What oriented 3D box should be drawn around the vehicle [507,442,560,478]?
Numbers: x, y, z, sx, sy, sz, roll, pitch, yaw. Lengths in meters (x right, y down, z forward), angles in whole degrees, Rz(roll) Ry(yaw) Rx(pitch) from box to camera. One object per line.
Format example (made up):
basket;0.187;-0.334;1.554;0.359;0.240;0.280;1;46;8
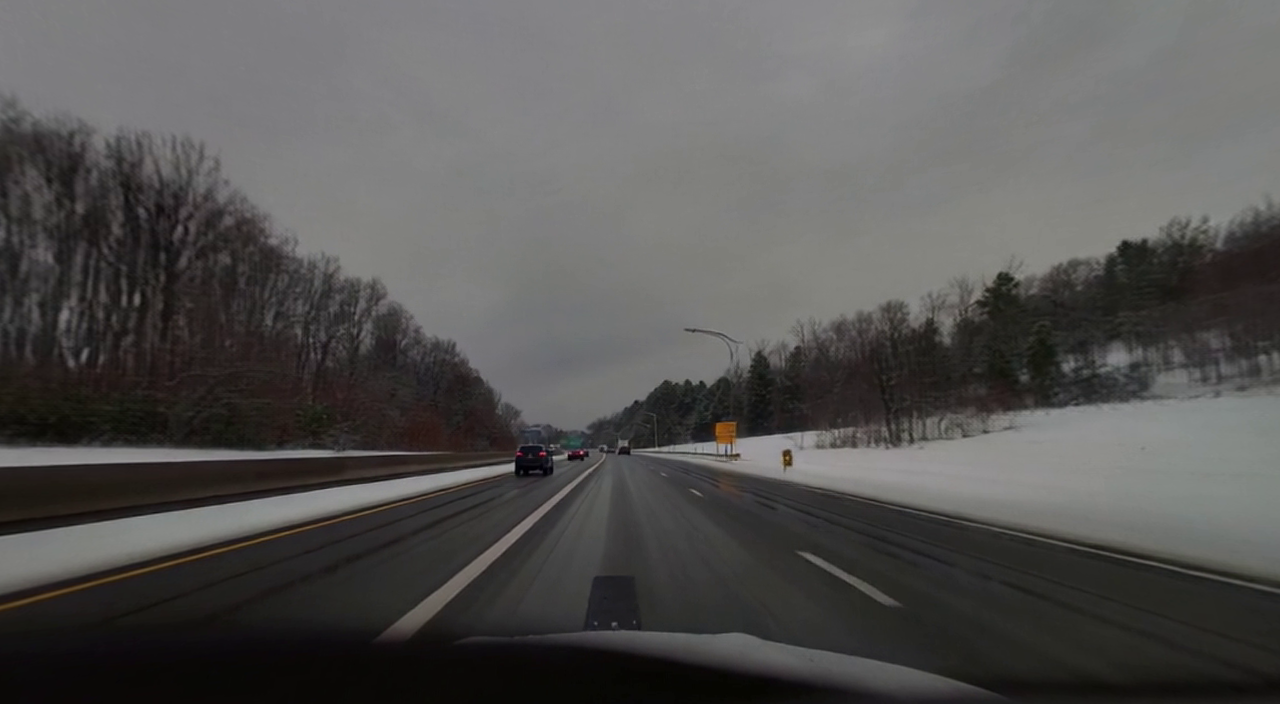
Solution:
vehicle;-5.433;5.535;32.474;2.151;1.693;4.201;0;-9;-2
